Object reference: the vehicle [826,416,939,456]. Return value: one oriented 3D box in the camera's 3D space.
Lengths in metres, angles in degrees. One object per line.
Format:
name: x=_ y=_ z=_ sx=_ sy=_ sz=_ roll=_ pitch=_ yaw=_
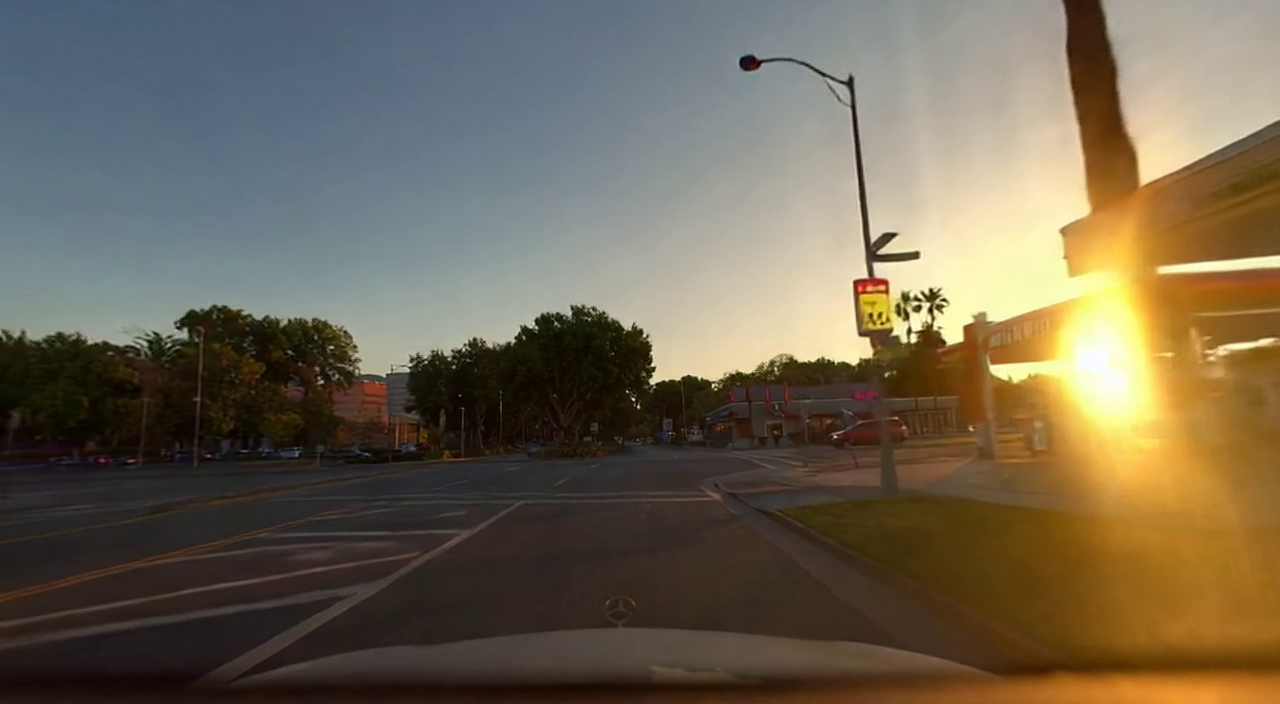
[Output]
vehicle: x=11.851 y=4.156 z=30.996 sx=4.640 sy=1.800 sz=2.026 roll=-1 pitch=-8 yaw=-1
